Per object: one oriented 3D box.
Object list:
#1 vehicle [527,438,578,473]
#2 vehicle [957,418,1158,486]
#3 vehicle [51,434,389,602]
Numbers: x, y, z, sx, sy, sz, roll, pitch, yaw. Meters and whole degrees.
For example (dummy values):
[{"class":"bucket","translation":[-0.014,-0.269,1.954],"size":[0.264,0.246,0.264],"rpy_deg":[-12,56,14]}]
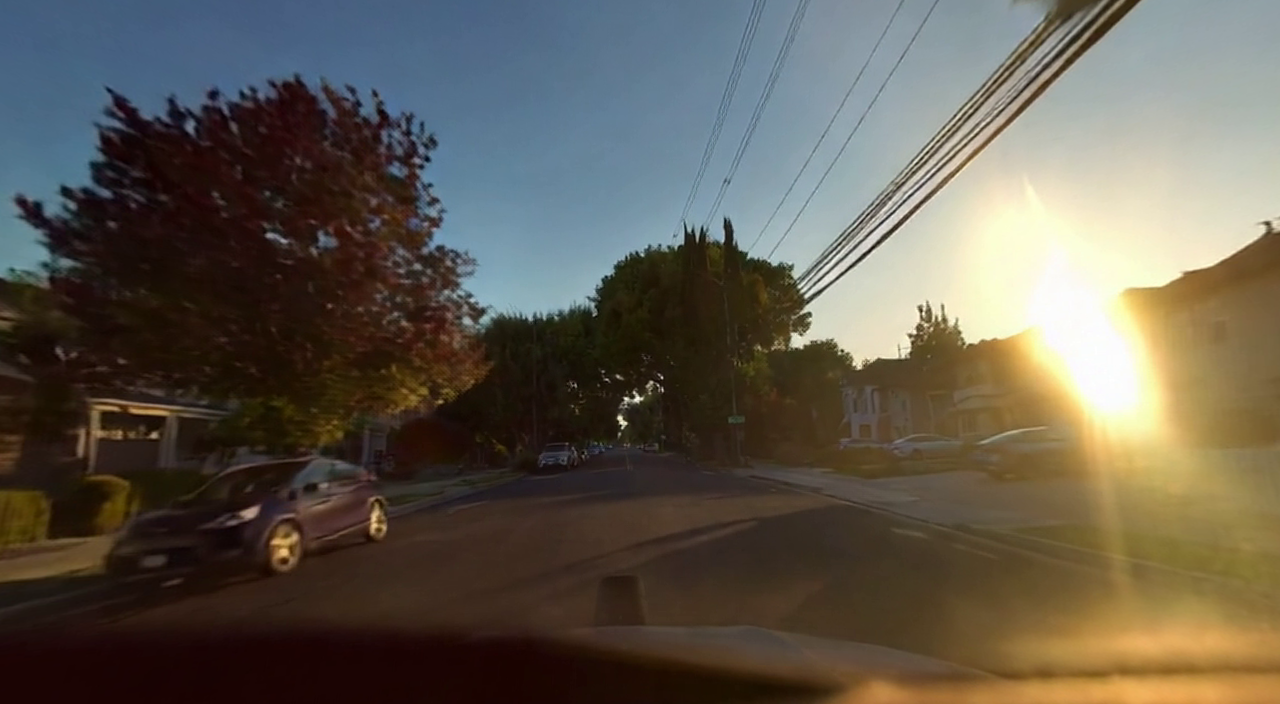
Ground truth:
[{"class":"vehicle","translation":[-5.753,6.899,42.336],"size":[2.411,1.979,5.915],"rpy_deg":[-5,-8,-1]},{"class":"vehicle","translation":[11.827,2.865,18.204],"size":[4.226,1.679,1.983],"rpy_deg":[-3,-8,7]},{"class":"vehicle","translation":[-5.420,2.083,9.023],"size":[1.970,1.666,4.223],"rpy_deg":[-3,-7,0]}]
